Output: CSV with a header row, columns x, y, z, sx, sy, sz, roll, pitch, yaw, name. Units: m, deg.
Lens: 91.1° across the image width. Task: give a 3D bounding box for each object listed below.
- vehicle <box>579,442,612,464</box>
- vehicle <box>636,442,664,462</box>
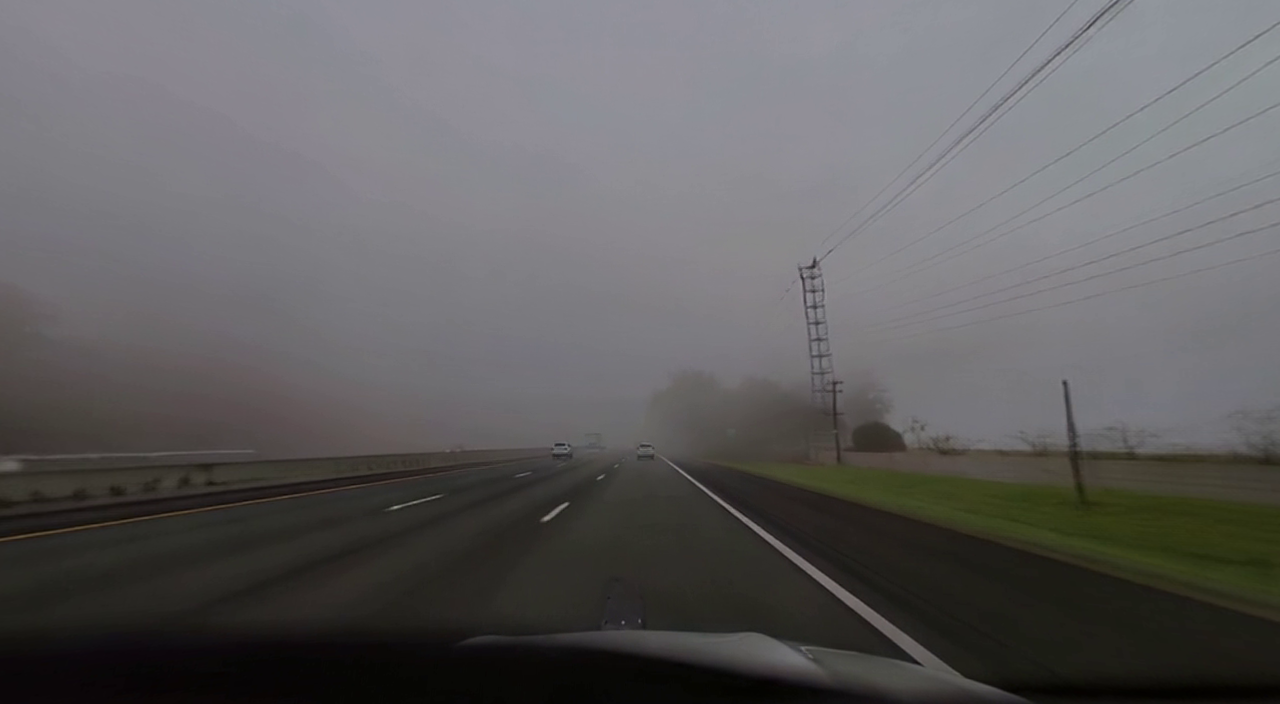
x,y,z,sx,sy,sz,roll,pitch,yaw,name
-3.201,7.393,46.150,2.046,1.478,4.111,0,-8,1,vehicle
0.725,7.650,48.066,2.057,1.453,3.926,0,-8,0,vehicle
